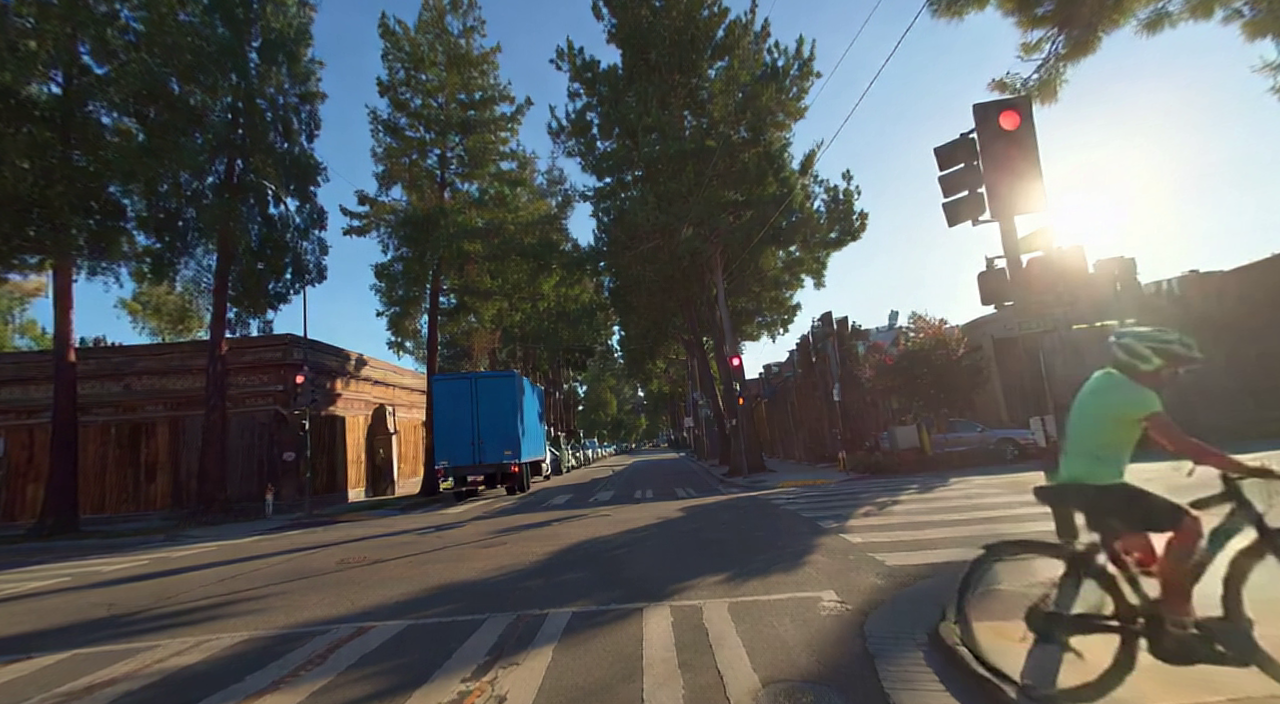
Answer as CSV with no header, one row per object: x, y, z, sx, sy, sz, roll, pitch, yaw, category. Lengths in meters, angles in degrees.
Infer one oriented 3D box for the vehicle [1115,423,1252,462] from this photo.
24.929,4.168,29.043,4.268,1.695,2.053,0,-8,3,vehicle

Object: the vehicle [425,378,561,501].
-5.811,3.776,27.086,3.113,4.041,10.284,-4,-8,1,vehicle

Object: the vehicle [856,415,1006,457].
10.668,3.139,23.435,4.643,1.456,1.820,-1,-8,5,vehicle
